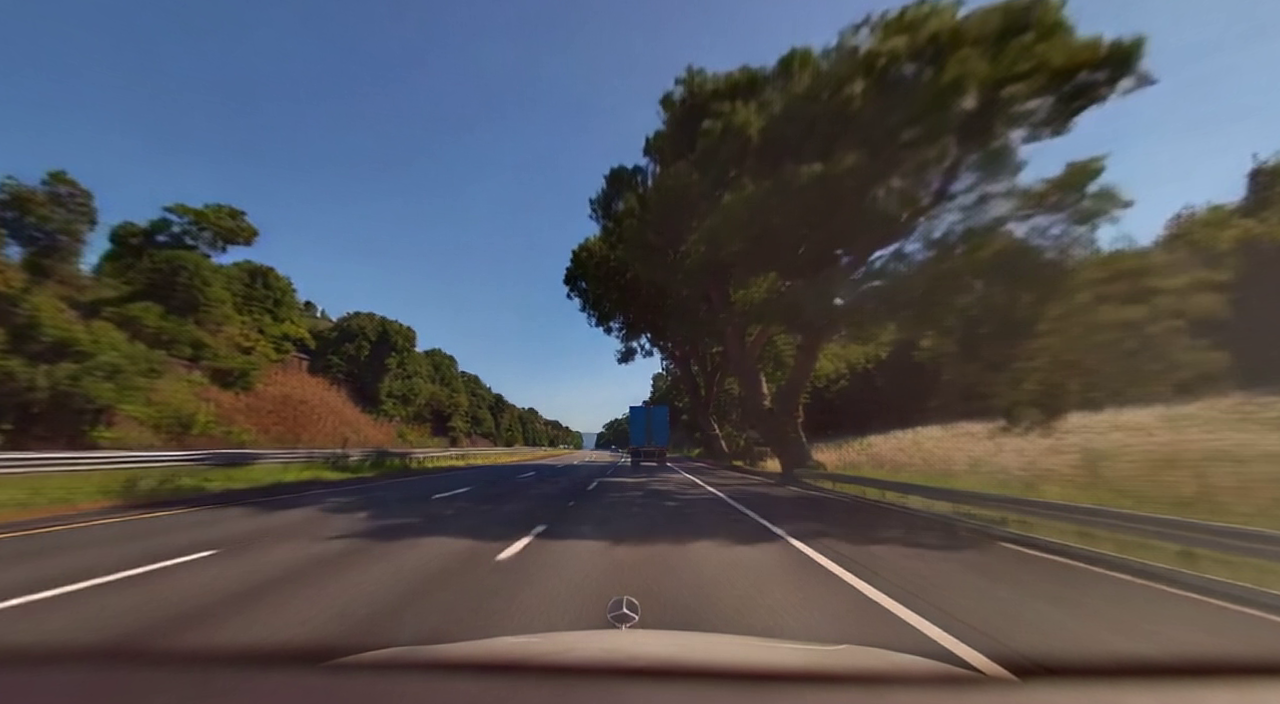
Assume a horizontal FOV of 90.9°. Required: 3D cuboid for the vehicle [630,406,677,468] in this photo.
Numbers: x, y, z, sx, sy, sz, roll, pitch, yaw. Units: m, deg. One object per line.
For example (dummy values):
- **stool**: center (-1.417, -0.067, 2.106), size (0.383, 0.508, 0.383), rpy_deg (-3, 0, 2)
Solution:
- **vehicle**: center (0.823, 6.432, 46.908), size (3.055, 4.009, 10.972), rpy_deg (0, -9, -1)
